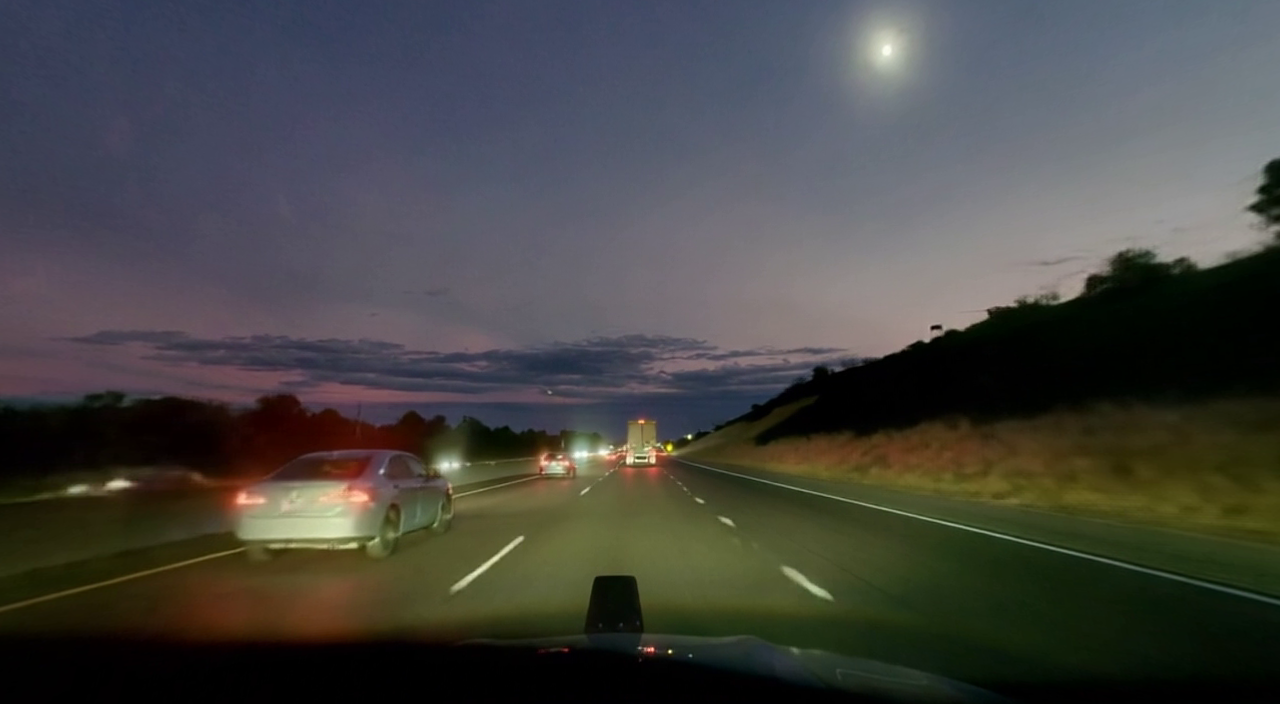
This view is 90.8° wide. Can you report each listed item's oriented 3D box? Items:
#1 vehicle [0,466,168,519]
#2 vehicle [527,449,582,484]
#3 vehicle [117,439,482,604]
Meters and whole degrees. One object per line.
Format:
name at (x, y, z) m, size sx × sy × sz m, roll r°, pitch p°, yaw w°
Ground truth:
vehicle at (-19.404, 4.843, 22.171) m, size 1.908 × 1.513 × 4.745 m, roll 0°, pitch -9°, yaw 0°
vehicle at (-4.029, 5.482, 30.447) m, size 2.051 × 1.537 × 4.111 m, roll 0°, pitch -9°, yaw 0°
vehicle at (-3.734, 1.924, 8.223) m, size 2.053 × 1.489 × 4.740 m, roll 0°, pitch -9°, yaw 1°
